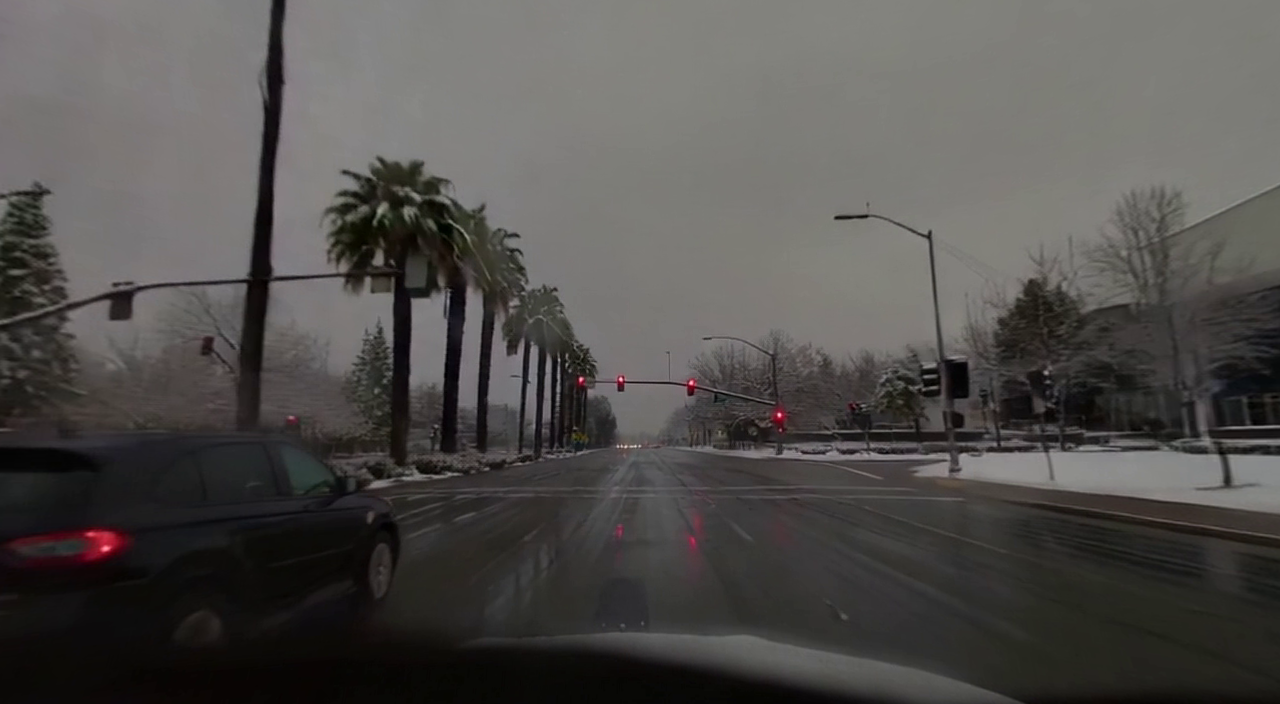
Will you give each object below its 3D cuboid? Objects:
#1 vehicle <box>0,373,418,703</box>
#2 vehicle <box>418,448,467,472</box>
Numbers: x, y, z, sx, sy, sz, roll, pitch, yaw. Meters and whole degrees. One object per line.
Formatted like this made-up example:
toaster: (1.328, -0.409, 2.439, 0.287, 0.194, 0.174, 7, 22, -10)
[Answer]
vehicle: (-3.154, 1.035, 3.308, 2.162, 1.549, 4.795, 0, -8, 1)
vehicle: (-14.420, 7.867, 46.282, 2.084, 1.655, 4.567, 0, -8, 1)
